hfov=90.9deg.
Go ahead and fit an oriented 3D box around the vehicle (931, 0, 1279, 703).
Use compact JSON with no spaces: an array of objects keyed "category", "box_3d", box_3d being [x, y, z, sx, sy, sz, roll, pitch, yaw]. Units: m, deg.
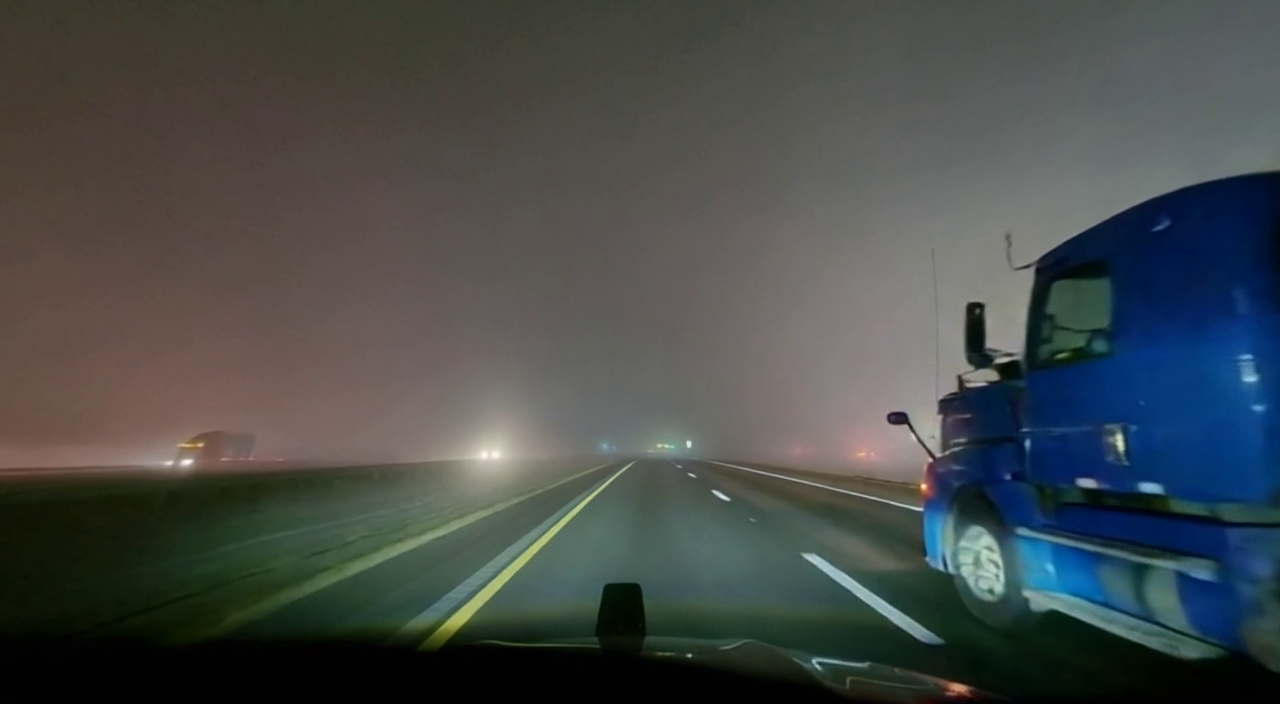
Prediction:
[{"category":"vehicle","box_3d":[3.955,-0.138,0.172,3.342,2.931,9.266,0,-9,0]}]
